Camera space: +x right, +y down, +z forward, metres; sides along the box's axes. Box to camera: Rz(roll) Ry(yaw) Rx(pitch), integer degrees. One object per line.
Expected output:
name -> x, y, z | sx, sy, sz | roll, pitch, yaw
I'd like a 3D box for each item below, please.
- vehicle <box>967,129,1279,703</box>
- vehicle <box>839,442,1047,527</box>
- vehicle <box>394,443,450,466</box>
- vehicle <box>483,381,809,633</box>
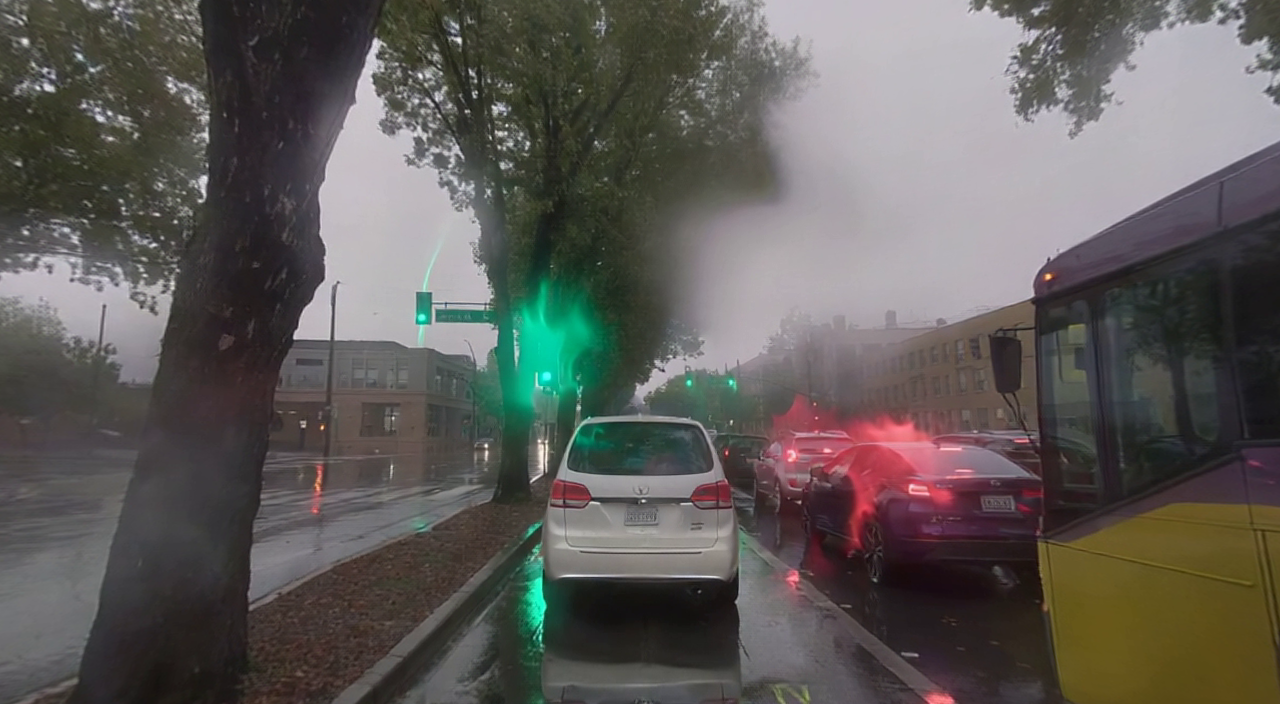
vehicle -> 2.617, 0.318, 0.422 | 2.037, 2.065, 5.037 | 0, -8, 0
vehicle -> 5.990, 2.640, 13.219 | 1.987, 1.457, 4.675 | 0, -8, -1
vehicle -> -17.216, 8.044, 49.528 | 4.097, 1.720, 1.924 | -5, -10, 31
vehicle -> 0.019, 1.476, 7.005 | 2.381, 1.842, 4.603 | 0, -8, -1
